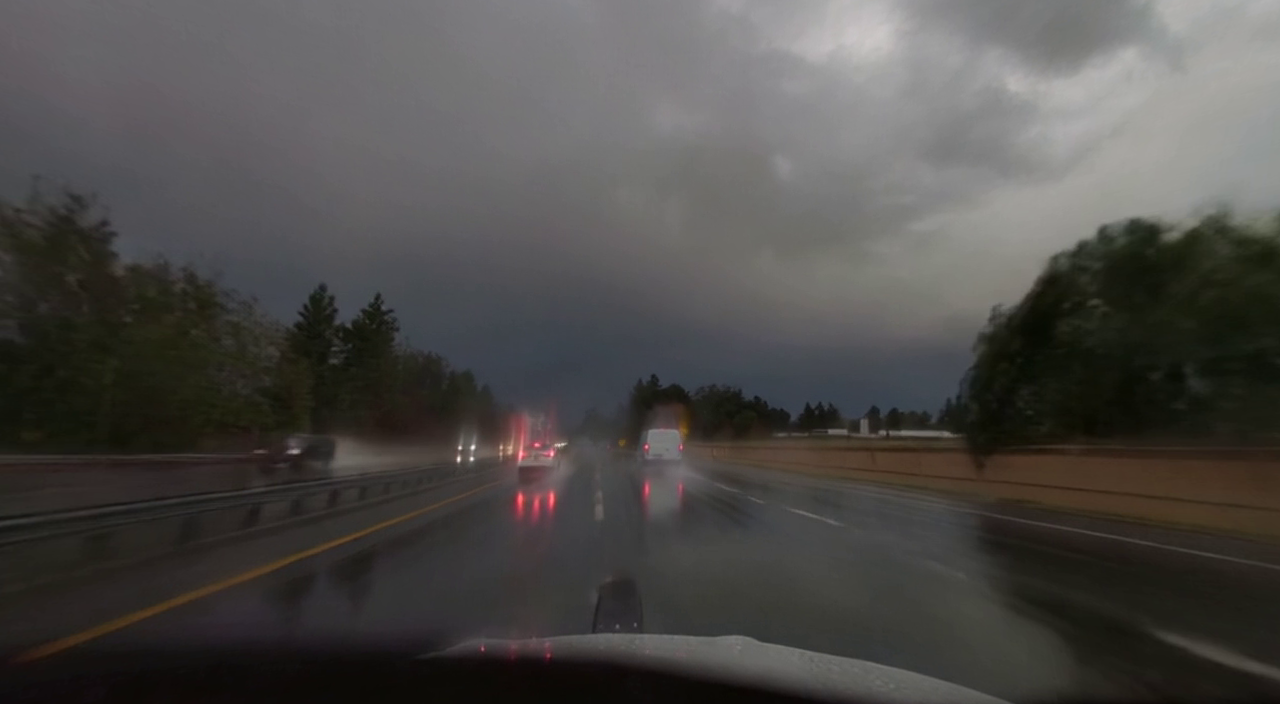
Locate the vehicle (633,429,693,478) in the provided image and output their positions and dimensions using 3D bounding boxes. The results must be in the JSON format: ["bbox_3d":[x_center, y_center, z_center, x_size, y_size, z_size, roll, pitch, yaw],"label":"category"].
[{"bbox_3d":[0.903,4.491,27.822,2.179,1.930,4.538,0,-9,-4],"label":"vehicle"}]

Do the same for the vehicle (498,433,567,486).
[{"bbox_3d":[-3.769,3.865,22.689,1.963,1.711,4.284,0,-9,-3],"label":"vehicle"}]

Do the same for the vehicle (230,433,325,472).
[{"bbox_3d":[-17.102,4.769,29.841,2.031,1.718,4.506,0,-9,-4],"label":"vehicle"}]
